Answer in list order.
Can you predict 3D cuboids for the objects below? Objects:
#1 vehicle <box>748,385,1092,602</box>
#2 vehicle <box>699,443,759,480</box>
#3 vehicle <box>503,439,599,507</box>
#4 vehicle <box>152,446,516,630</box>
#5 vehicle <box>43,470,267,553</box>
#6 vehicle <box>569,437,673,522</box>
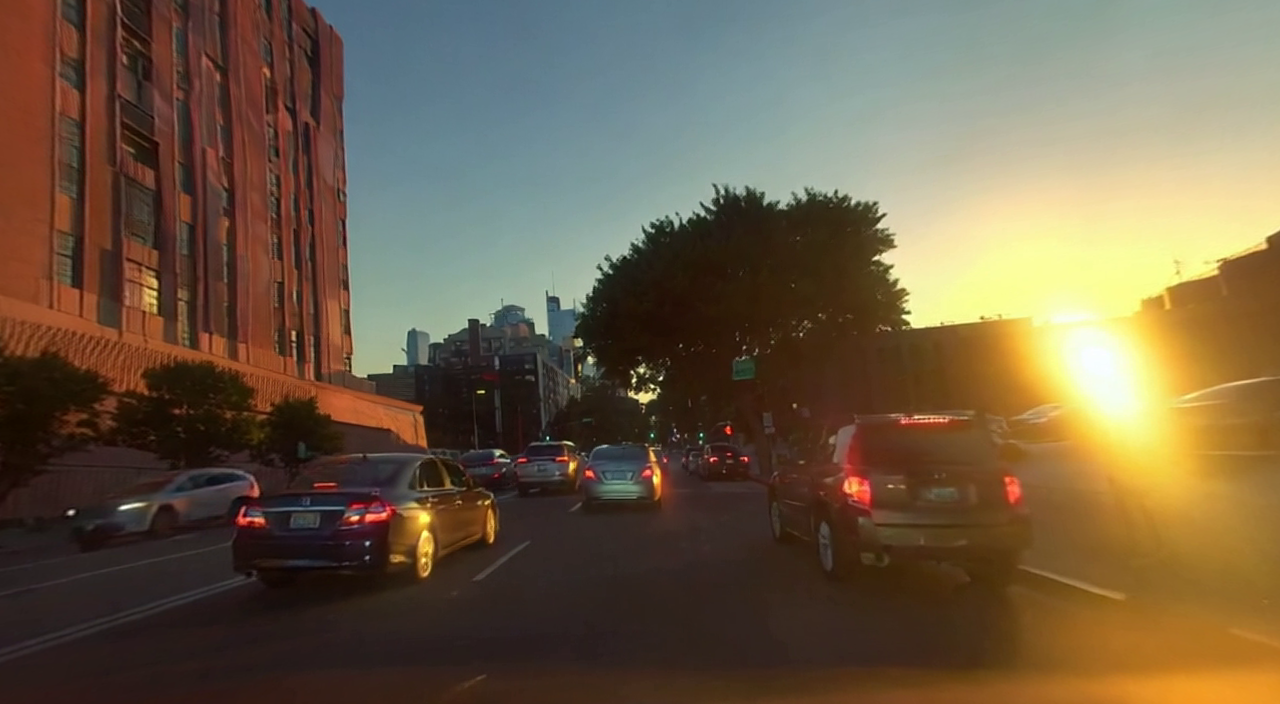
[{"bbox_3d":[2.951,1.645,8.213,2.352,1.953,4.798,-1,-9,2],"label":"vehicle"},{"bbox_3d":[3.780,4.703,27.528,2.065,1.461,4.181,0,-8,1],"label":"vehicle"},{"bbox_3d":[-2.565,3.632,19.533,2.000,1.818,4.668,-1,-9,4],"label":"vehicle"},{"bbox_3d":[-2.964,1.858,7.439,1.940,1.481,4.376,-1,-9,2],"label":"vehicle"},{"bbox_3d":[-11.676,3.816,15.720,2.122,1.606,4.221,1,-9,1],"label":"vehicle"},{"bbox_3d":[-0.310,2.855,14.658,2.076,1.667,3.948,-1,-9,2],"label":"vehicle"}]
